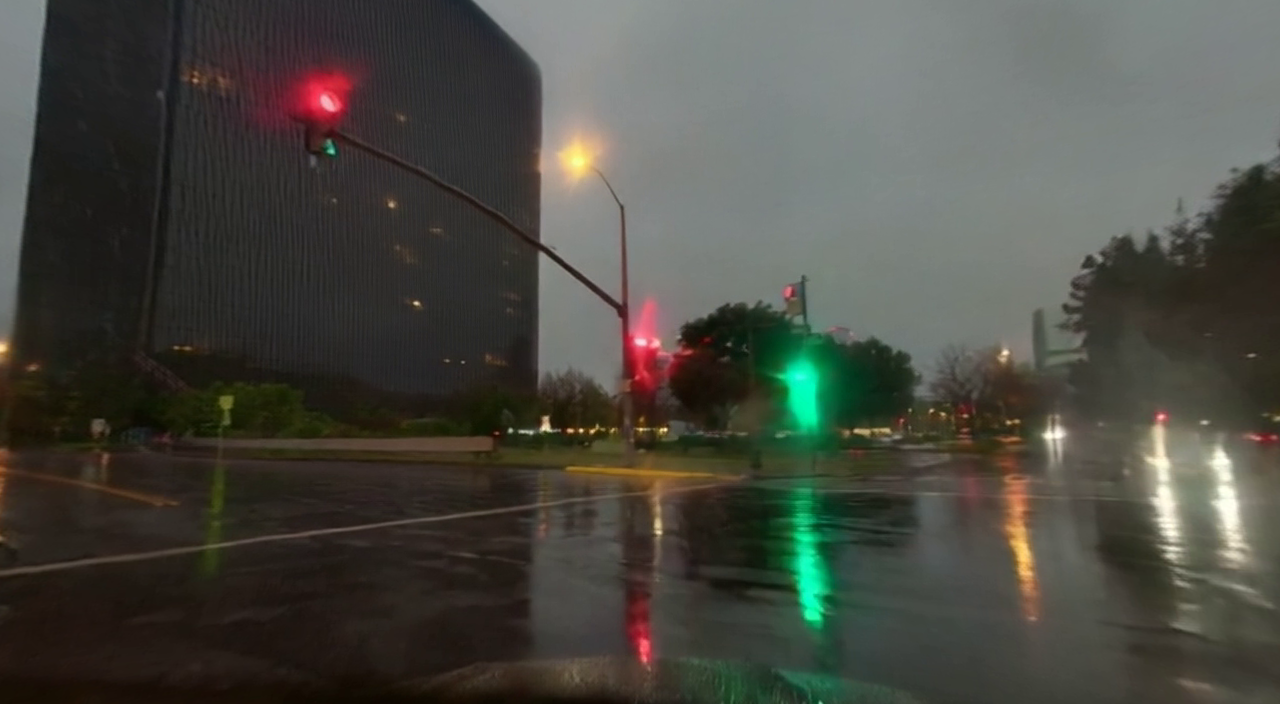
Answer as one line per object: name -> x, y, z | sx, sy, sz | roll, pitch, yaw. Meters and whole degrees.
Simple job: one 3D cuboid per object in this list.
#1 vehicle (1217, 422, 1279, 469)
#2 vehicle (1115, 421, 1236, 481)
vehicle -> 21.470, 3.166, 21.288 | 1.973, 1.456, 4.287 | -6, -10, 32
vehicle -> 15.467, 2.881, 18.407 | 2.068, 1.486, 4.664 | -6, -10, 33
